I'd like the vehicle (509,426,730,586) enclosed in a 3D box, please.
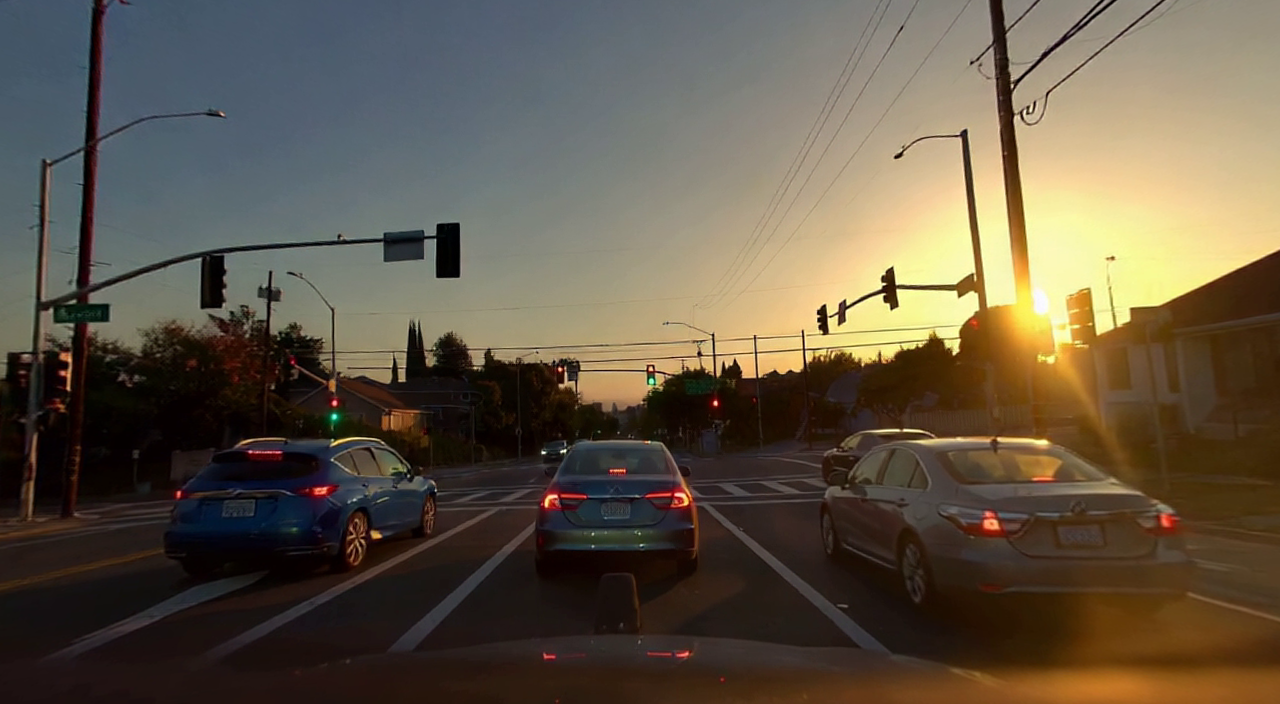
[{"bbox_3d":[-0.224,1.754,8.071,2.061,1.485,4.196,0,-8,-1],"label":"vehicle"}]

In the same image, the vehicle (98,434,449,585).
[{"bbox_3d":[-4.356,1.904,8.572,2.106,1.492,4.312,0,-8,1],"label":"vehicle"}]

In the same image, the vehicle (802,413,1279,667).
[{"bbox_3d":[2.910,1.392,5.676,1.860,1.494,3.707,0,-8,-1],"label":"vehicle"}]
